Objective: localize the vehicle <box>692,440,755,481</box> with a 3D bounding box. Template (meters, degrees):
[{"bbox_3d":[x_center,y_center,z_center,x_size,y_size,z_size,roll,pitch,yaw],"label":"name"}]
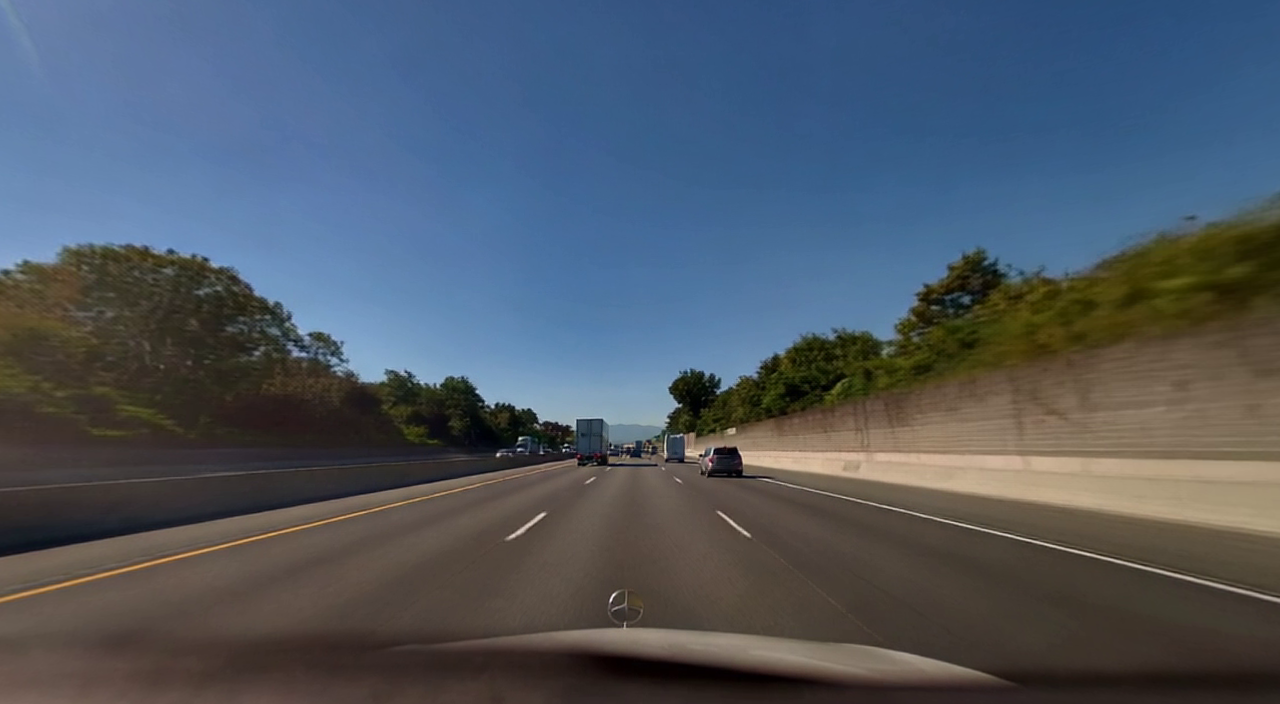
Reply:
[{"bbox_3d":[3.357,4.503,26.253,1.983,1.545,4.038,0,-9,-1],"label":"vehicle"}]
